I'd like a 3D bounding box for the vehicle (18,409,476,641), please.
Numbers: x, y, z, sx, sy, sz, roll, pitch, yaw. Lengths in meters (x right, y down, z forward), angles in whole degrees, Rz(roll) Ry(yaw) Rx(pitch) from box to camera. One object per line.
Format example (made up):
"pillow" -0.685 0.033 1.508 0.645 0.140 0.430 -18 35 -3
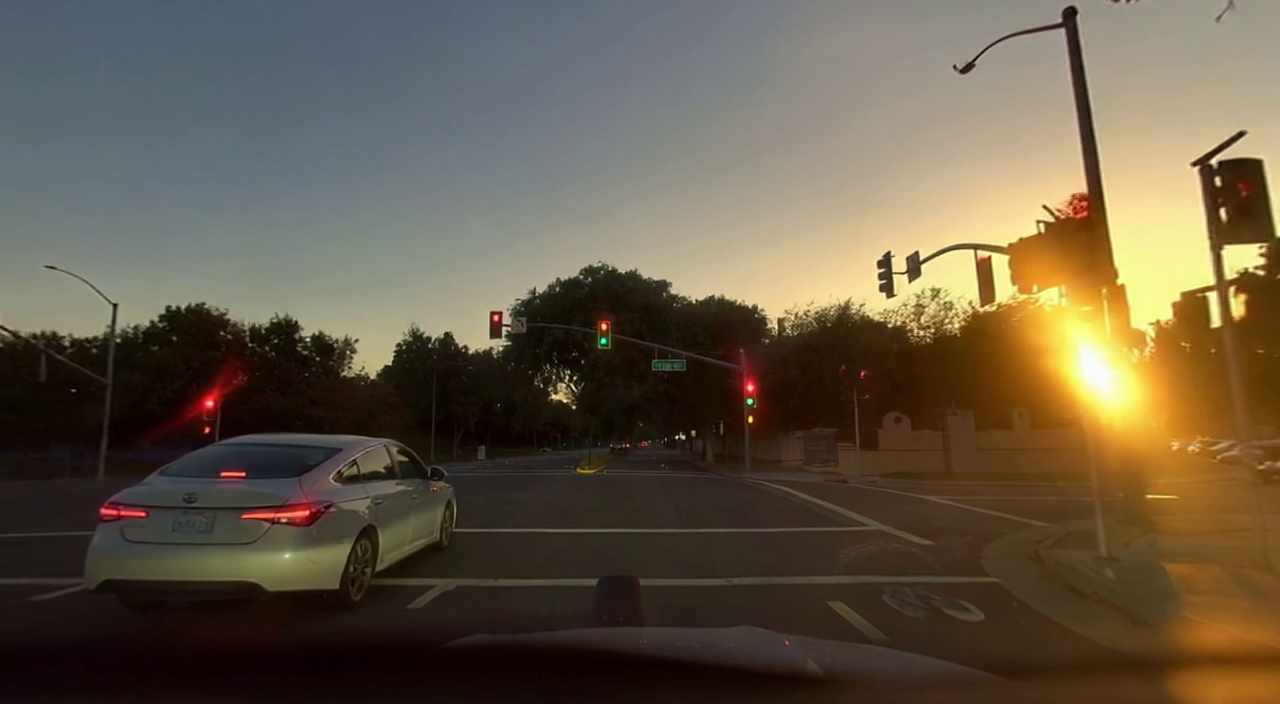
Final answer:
"vehicle" -3.331 1.540 6.727 2.076 1.599 4.483 0 -9 -2
